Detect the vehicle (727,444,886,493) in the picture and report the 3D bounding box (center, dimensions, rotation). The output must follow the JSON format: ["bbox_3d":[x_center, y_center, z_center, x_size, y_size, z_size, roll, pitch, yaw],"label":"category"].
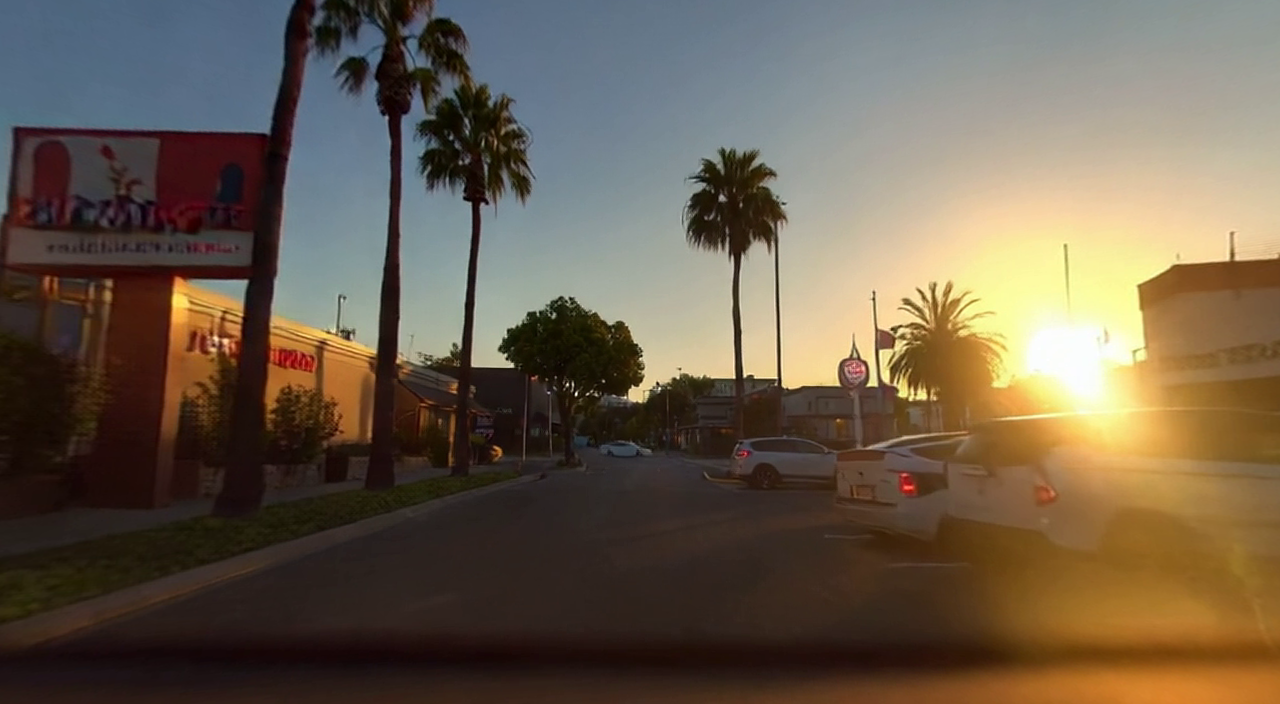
[{"bbox_3d":[5.532,3.891,21.364,4.742,1.506,1.919,0,-8,-5],"label":"vehicle"}]

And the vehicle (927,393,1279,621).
[{"bbox_3d":[5.675,1.394,6.194,4.743,1.800,1.952,0,-9,-3],"label":"vehicle"}]
